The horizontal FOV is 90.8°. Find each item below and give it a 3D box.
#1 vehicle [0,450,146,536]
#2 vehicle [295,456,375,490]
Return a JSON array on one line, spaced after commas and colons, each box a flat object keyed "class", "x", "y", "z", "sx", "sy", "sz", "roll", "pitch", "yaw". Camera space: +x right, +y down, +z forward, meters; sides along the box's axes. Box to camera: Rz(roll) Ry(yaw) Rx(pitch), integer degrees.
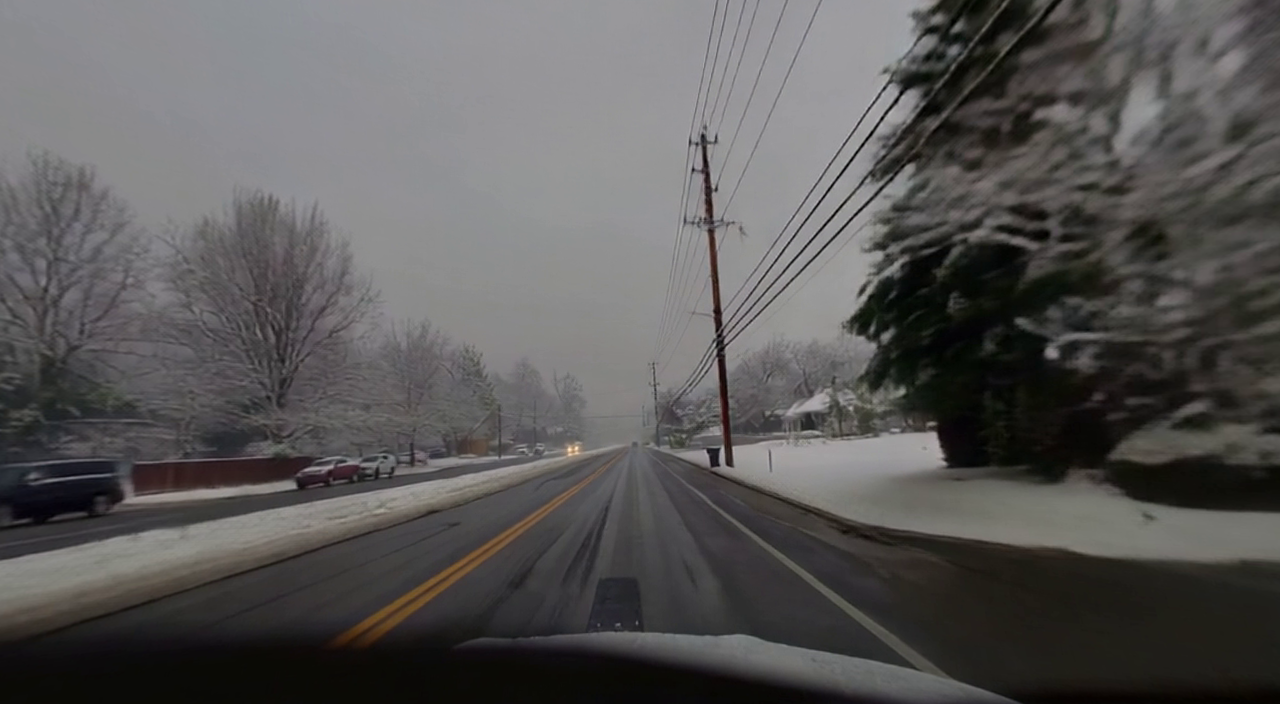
[{"class": "vehicle", "x": -15.879, "y": 3.601, "z": 16.528, "sx": 2.071, "sy": 1.883, "sz": 4.915, "roll": -2, "pitch": -8, "yaw": -3}, {"class": "vehicle", "x": -15.968, "y": 6.329, "z": 33.401, "sx": 2.031, "sy": 1.482, "sz": 4.476, "roll": -4, "pitch": -9, "yaw": 0}]
